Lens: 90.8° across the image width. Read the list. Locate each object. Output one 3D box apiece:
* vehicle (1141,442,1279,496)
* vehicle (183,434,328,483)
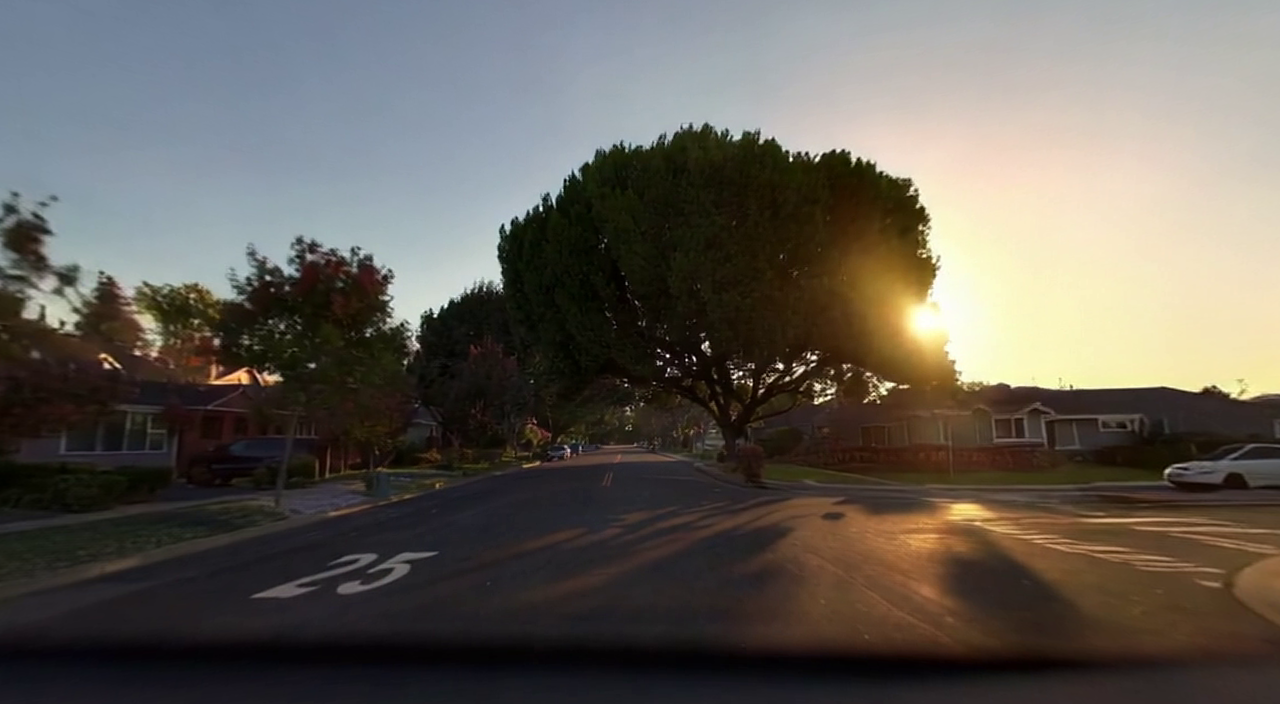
[{"bbox_3d":[19.959,3.865,21.100,4.607,1.694,2.106,0,-9,-2],"label":"vehicle"},{"bbox_3d":[-13.694,3.825,22.671,3.921,1.629,1.832,0,-10,1],"label":"vehicle"}]
